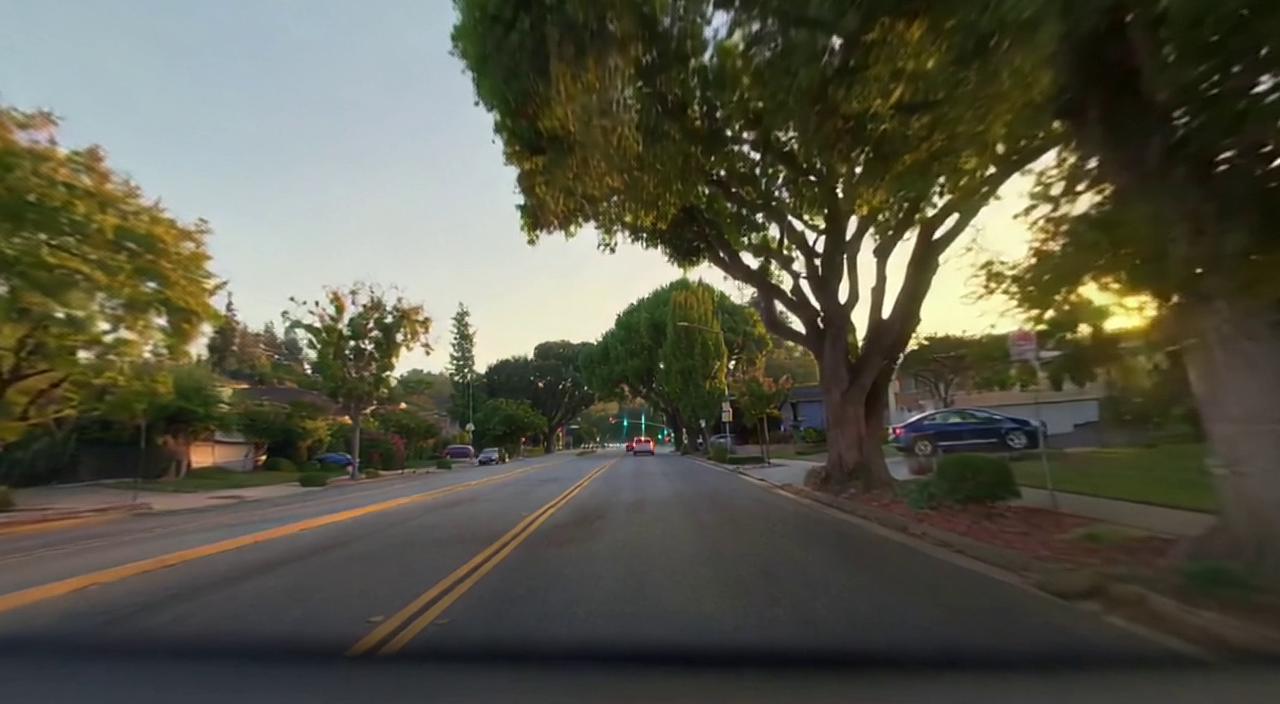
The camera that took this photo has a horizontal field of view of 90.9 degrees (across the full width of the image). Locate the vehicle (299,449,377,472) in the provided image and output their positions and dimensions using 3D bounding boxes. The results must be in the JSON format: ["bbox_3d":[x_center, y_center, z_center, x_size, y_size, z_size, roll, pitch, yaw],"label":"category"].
[{"bbox_3d":[-22.587,8.136,47.333,4.791,1.564,2.125,0,-8,-5],"label":"vehicle"}]

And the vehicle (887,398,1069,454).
[{"bbox_3d":[11.276,2.580,21.482,4.996,1.563,1.984,-5,-9,15],"label":"vehicle"}]
